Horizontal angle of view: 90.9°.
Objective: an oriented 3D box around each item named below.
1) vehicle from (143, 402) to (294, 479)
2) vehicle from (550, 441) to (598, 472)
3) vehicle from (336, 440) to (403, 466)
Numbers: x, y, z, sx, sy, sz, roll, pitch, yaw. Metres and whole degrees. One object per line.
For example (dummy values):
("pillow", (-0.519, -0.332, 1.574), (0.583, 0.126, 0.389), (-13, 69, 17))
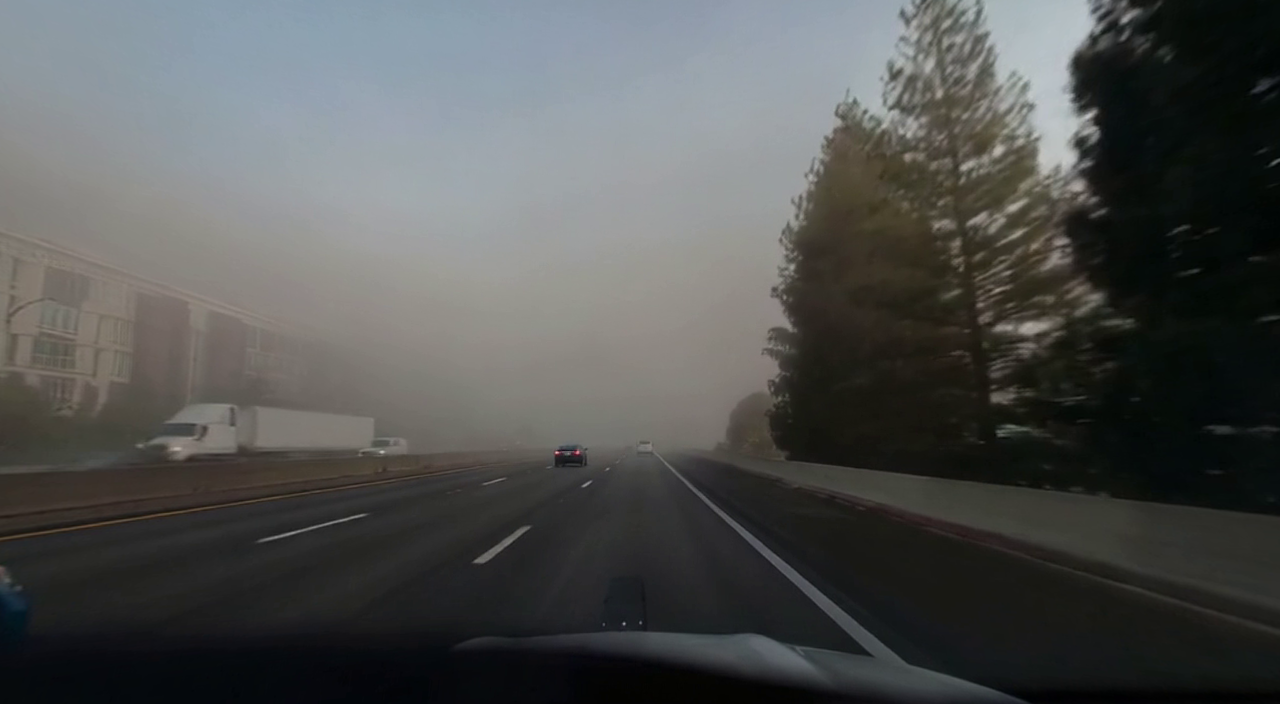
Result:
("vehicle", (-24.549, 5.278, 37.503), (3.059, 3.993, 8.430), (0, -8, 0))
("vehicle", (-3.259, 5.216, 31.785), (1.926, 1.464, 4.186), (0, -8, 1))
("vehicle", (-20.529, 7.680, 48.207), (2.244, 1.899, 6.273), (0, -8, 1))
